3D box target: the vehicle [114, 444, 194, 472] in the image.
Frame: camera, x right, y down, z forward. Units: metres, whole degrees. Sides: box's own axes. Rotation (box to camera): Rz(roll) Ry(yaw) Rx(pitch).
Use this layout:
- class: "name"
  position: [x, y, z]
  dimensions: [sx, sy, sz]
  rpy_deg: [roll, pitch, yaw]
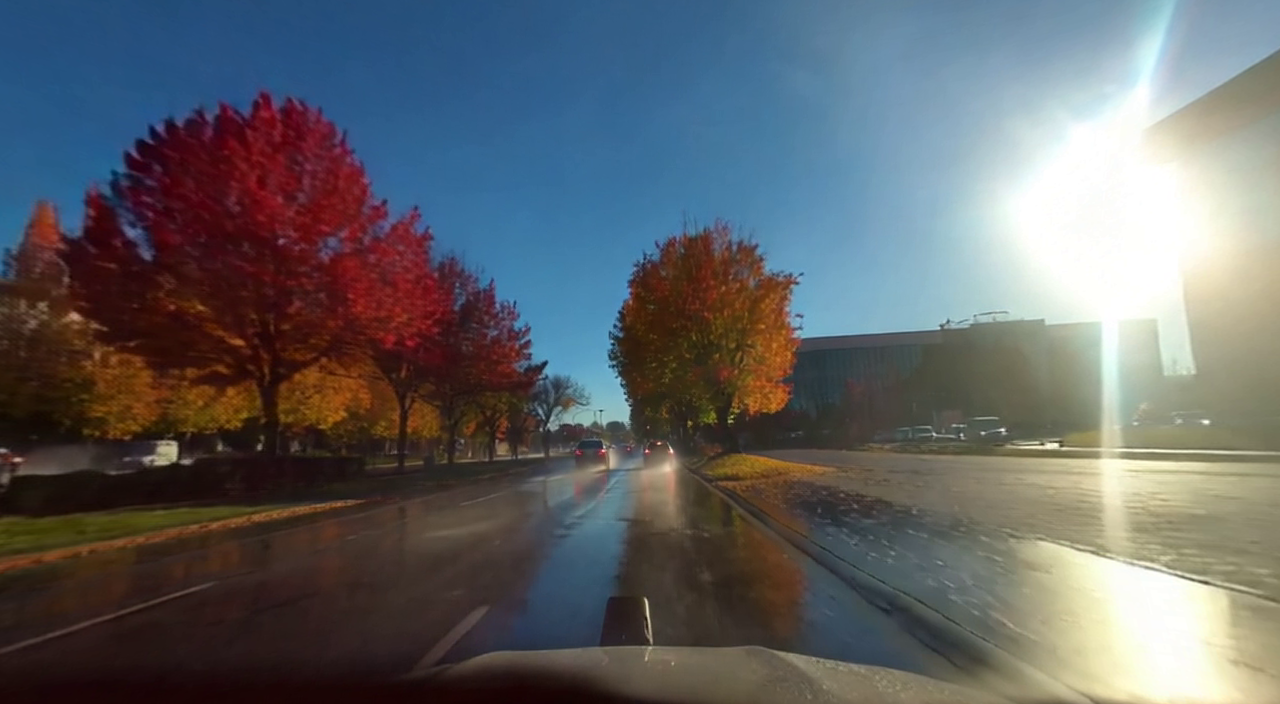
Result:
- class: "vehicle"
  position: [-35.369, 7.688, 45.991]
  dimensions: [1.945, 1.946, 4.808]
  rpy_deg: [0, -8, 0]

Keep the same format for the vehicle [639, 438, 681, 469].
- class: "vehicle"
  position: [1.028, 5.201, 32.442]
  dimensions: [2.040, 1.493, 3.682]
  rpy_deg: [0, -8, 1]

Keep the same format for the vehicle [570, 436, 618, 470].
- class: "vehicle"
  position: [-2.375, 5.326, 33.423]
  dimensions: [2.197, 1.709, 4.069]
  rpy_deg: [0, -8, 1]

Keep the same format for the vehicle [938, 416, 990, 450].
- class: "vehicle"
  position: [24.207, 6.083, 47.123]
  dimensions: [2.673, 2.486, 2.062]
  rpy_deg: [0, -8, 2]
